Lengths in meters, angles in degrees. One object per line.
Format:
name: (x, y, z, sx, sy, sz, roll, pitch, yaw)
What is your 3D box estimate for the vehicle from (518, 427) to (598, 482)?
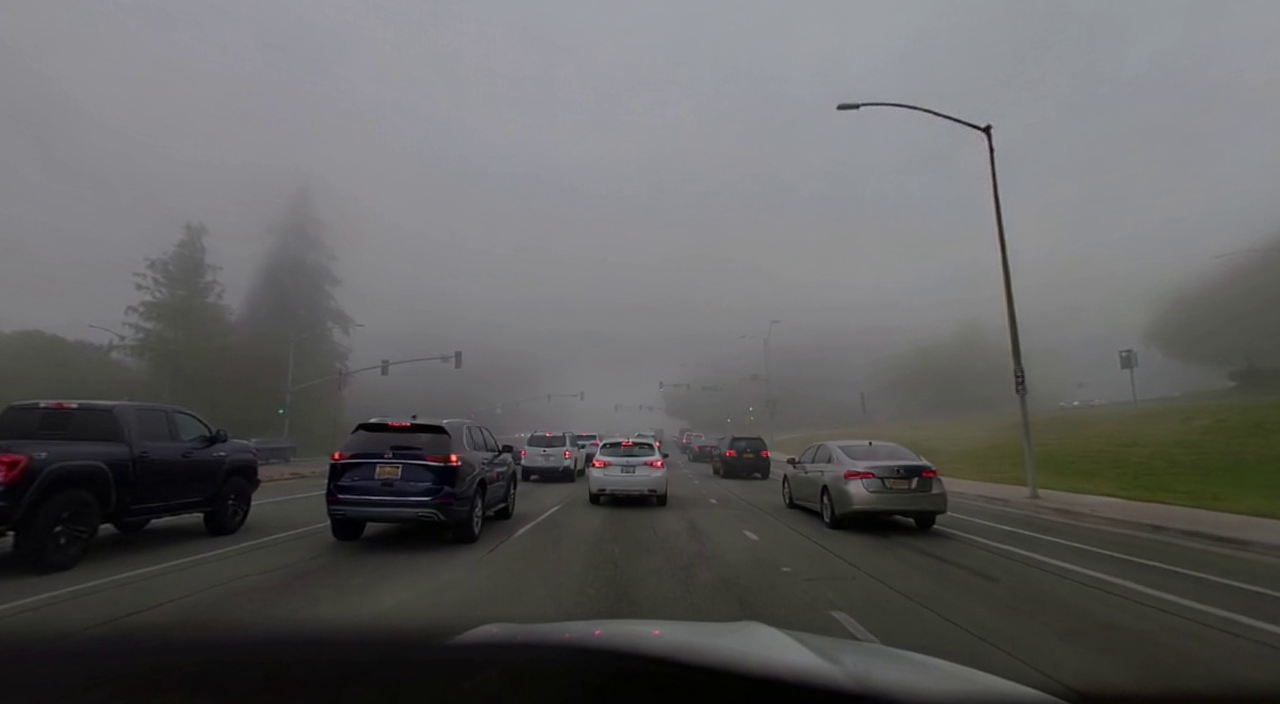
vehicle: (-2.917, 3.779, 23.607, 2.218, 1.829, 4.492, -1, -8, 2)

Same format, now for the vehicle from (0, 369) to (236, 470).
vehicle: (-27.835, 3.808, 32.978, 3.181, 4.189, 14.107, -1, -8, 5)

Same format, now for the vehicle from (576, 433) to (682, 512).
vehicle: (-0.214, 2.636, 14.337, 2.030, 1.477, 4.330, 0, -8, 0)

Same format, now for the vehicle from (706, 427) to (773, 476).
vehicle: (4.062, 4.162, 26.585, 2.099, 1.845, 4.363, 0, -8, 0)

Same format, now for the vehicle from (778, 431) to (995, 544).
vehicle: (3.721, 2.099, 10.492, 1.884, 1.463, 4.195, 0, -8, 0)

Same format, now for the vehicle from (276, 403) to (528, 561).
vehicle: (-3.120, 1.838, 9.769, 2.111, 1.745, 5.274, 0, -8, -3)
